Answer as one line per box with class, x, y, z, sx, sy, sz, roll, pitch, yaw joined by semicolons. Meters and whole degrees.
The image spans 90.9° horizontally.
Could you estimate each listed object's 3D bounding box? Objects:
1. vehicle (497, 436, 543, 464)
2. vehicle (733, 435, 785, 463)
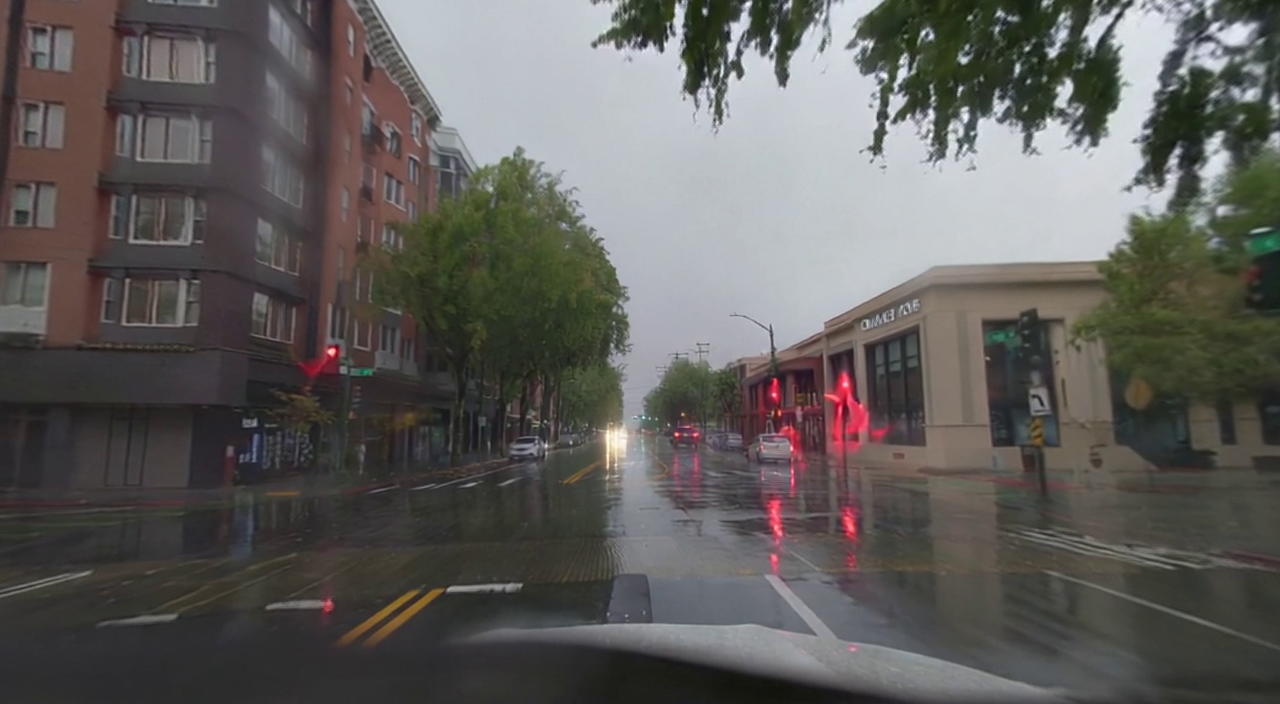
vehicle;-7.249;5.933;38.400;2.127;1.533;4.547;-1;-8;-3
vehicle;6.937;5.711;37.259;1.997;1.510;4.455;1;-8;-2
